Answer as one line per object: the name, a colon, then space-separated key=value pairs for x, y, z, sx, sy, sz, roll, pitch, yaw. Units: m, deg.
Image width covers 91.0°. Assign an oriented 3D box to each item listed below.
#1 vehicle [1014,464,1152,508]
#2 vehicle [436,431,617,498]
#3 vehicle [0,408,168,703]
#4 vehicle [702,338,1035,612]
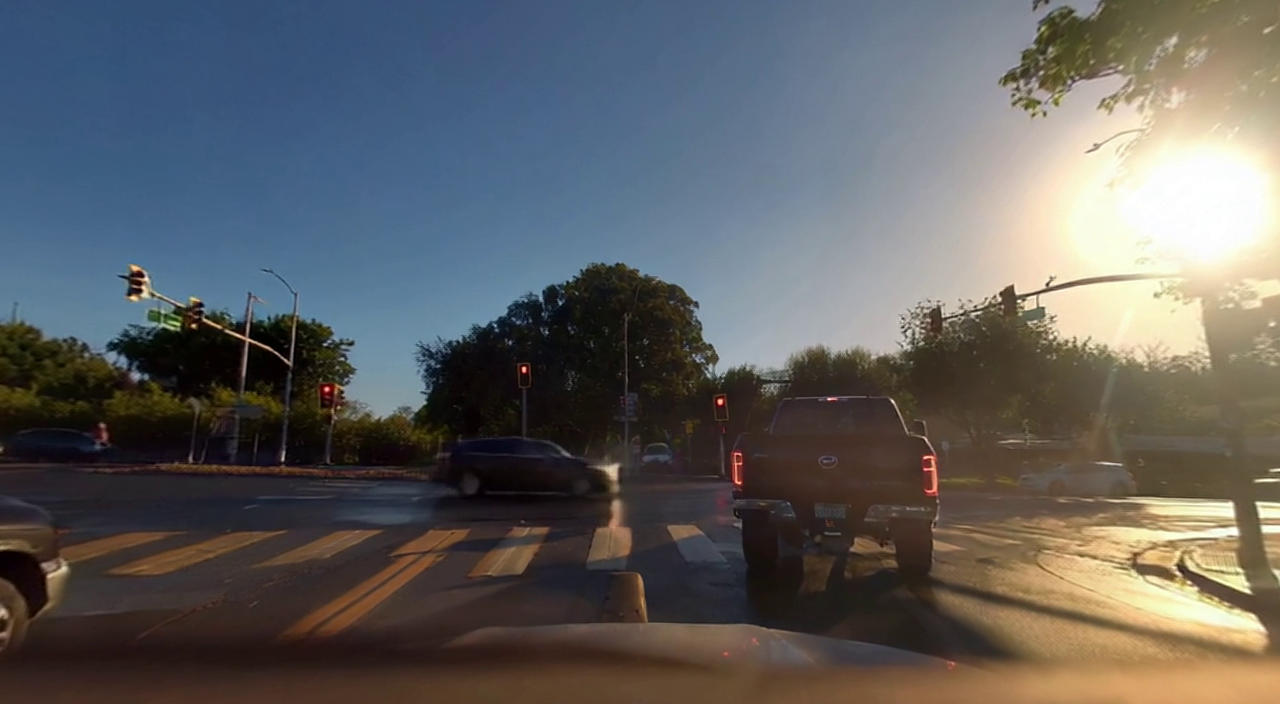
vehicle: x=18.975 y=5.747 z=27.139 sx=4.356 sy=1.498 sz=1.957 roll=-3 pitch=-8 yaw=2
vehicle: x=-3.126 y=3.140 z=17.806 sx=4.695 sy=1.729 sz=2.067 roll=2 pitch=-9 yaw=-9
vehicle: x=-4.099 y=0.844 z=1.905 sx=1.913 sy=1.491 sz=4.547 roll=1 pitch=-9 yaw=-2
vehicle: x=2.618 y=1.527 z=8.783 sx=2.851 sy=2.400 sz=5.978 roll=-1 pitch=-9 yaw=11
